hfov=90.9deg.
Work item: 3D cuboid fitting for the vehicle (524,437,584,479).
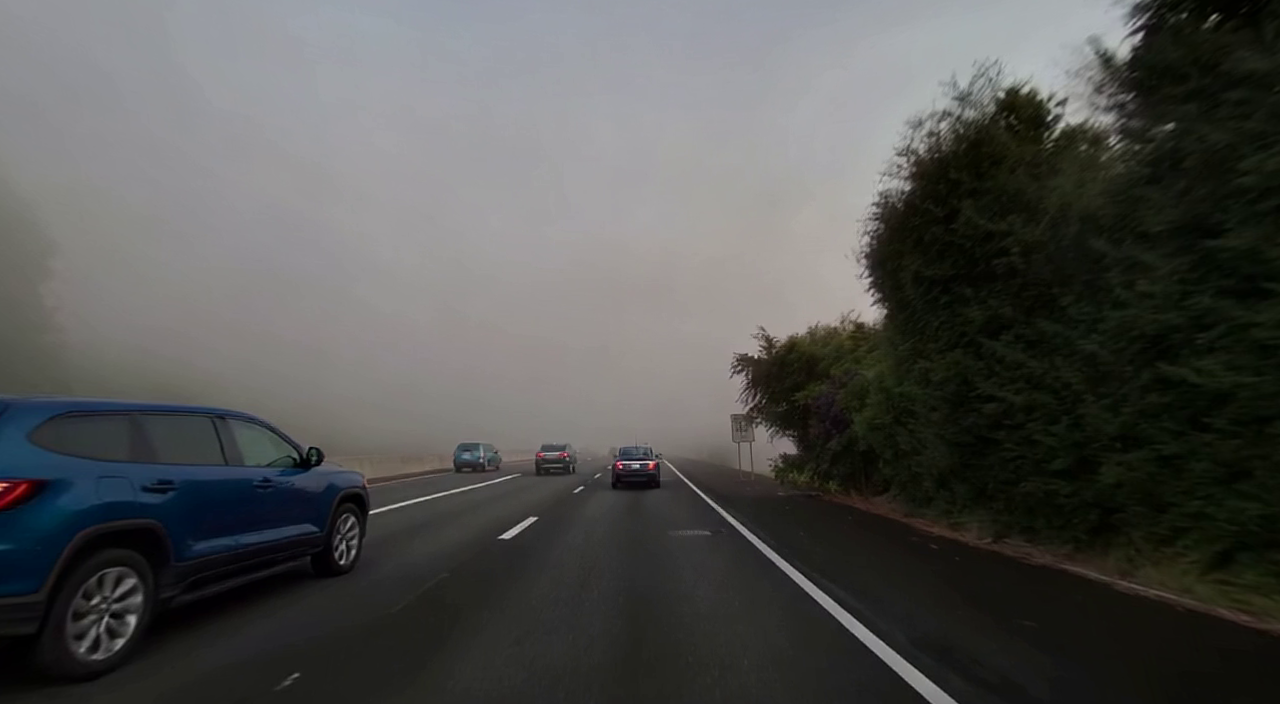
[{"bbox_3d":[-3.738,4.711,28.274,1.993,1.717,4.321,-1,-8,1],"label":"vehicle"}]

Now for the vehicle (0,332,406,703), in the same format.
[{"bbox_3d":[-3.725,1.141,4.761,2.133,1.789,4.518,0,-8,0],"label":"vehicle"}]

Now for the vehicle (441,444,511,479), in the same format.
[{"bbox_3d":[-7.428,4.987,29.072,1.902,1.467,4.574,-1,-8,2],"label":"vehicle"}]

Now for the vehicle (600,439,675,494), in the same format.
[{"bbox_3d":[-0.063,3.445,19.300,2.047,1.473,3.978,0,-8,0],"label":"vehicle"}]
